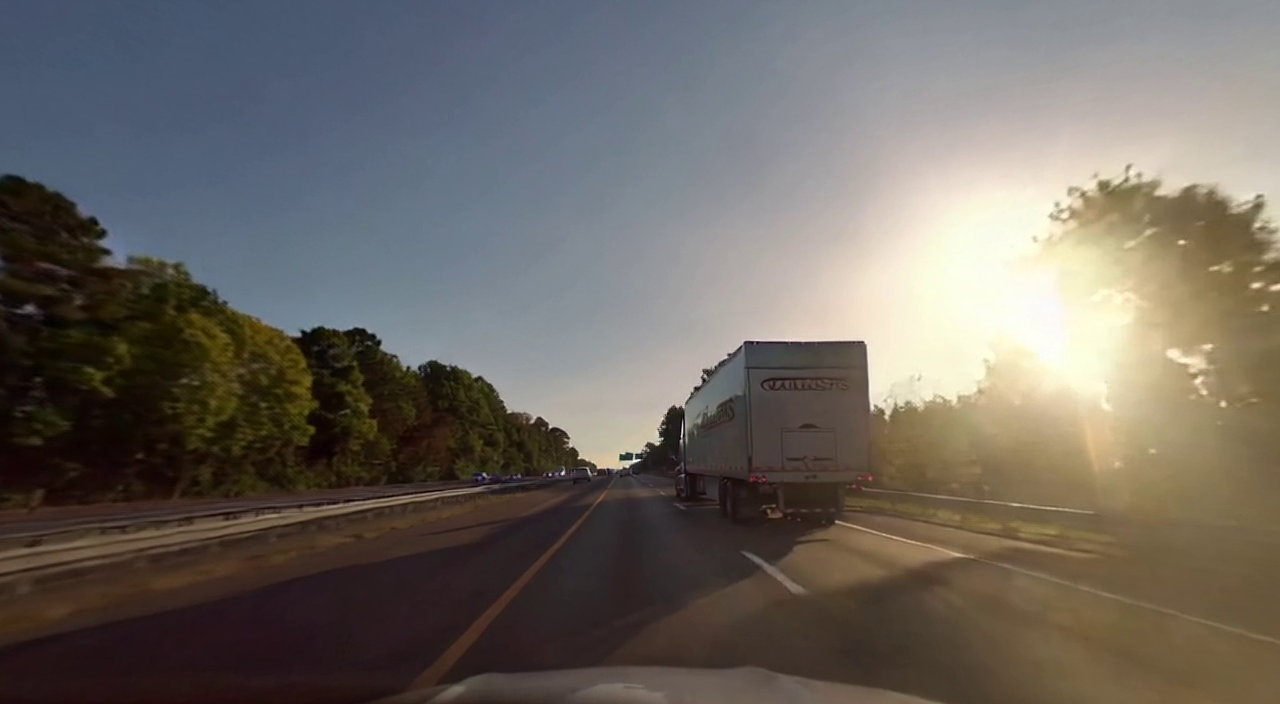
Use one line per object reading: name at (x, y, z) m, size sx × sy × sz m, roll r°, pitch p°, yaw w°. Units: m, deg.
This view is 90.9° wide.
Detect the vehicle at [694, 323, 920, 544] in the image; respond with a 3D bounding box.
vehicle at (3.489, 2.432, 16.929) m, size 2.871 × 4.032 × 10.642 m, roll 1°, pitch -11°, yaw -2°

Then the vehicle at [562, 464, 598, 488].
vehicle at (-4.309, 8.992, 45.771) m, size 2.180 × 1.556 × 4.895 m, roll 1°, pitch -11°, yaw -1°
